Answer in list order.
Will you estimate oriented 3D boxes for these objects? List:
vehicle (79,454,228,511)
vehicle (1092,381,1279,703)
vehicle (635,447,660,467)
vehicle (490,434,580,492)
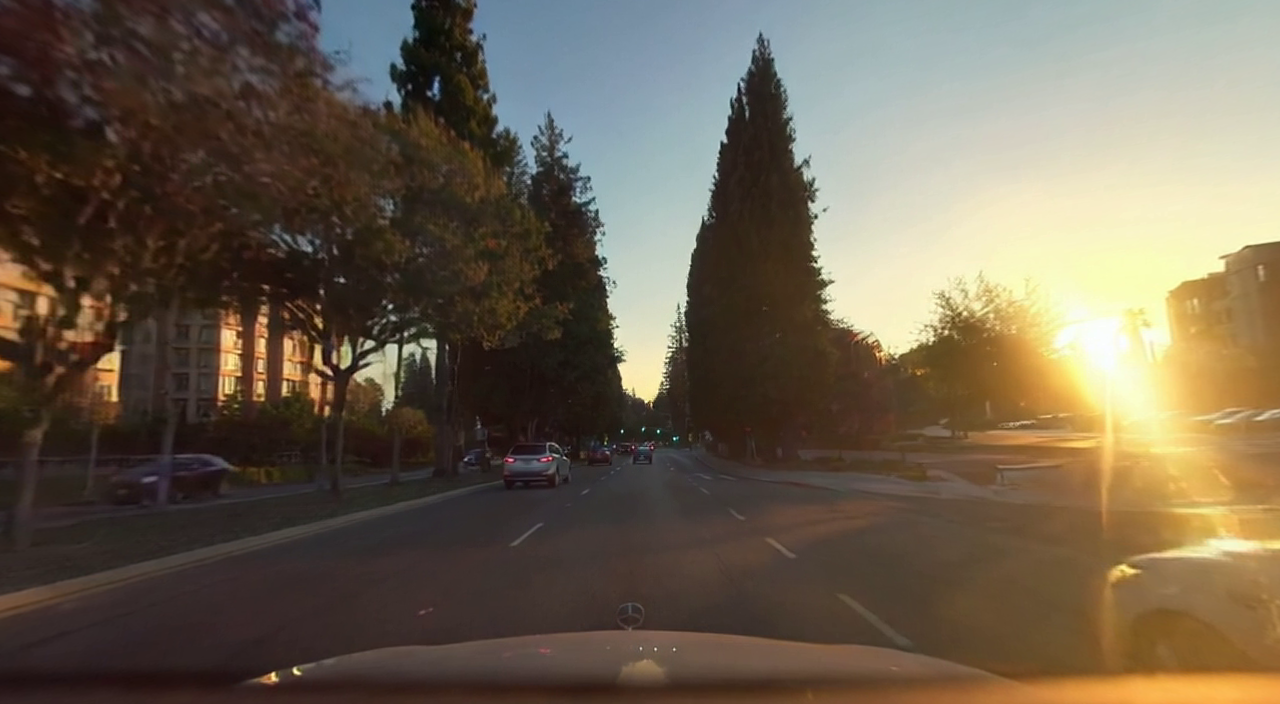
[{"bbox_3d":[-17.431,4.643,22.919,1.899,1.790,4.340,0,-8,0],"label":"vehicle"},{"bbox_3d":[3.188,0.676,0.881,1.945,1.530,4.320,0,-8,1],"label":"vehicle"},{"bbox_3d":[0.625,8.298,49.961,1.940,1.501,4.133,0,-8,1],"label":"vehicle"},{"bbox_3d":[-3.611,3.940,22.777,2.216,1.828,4.886,0,-8,2],"label":"vehicle"}]
